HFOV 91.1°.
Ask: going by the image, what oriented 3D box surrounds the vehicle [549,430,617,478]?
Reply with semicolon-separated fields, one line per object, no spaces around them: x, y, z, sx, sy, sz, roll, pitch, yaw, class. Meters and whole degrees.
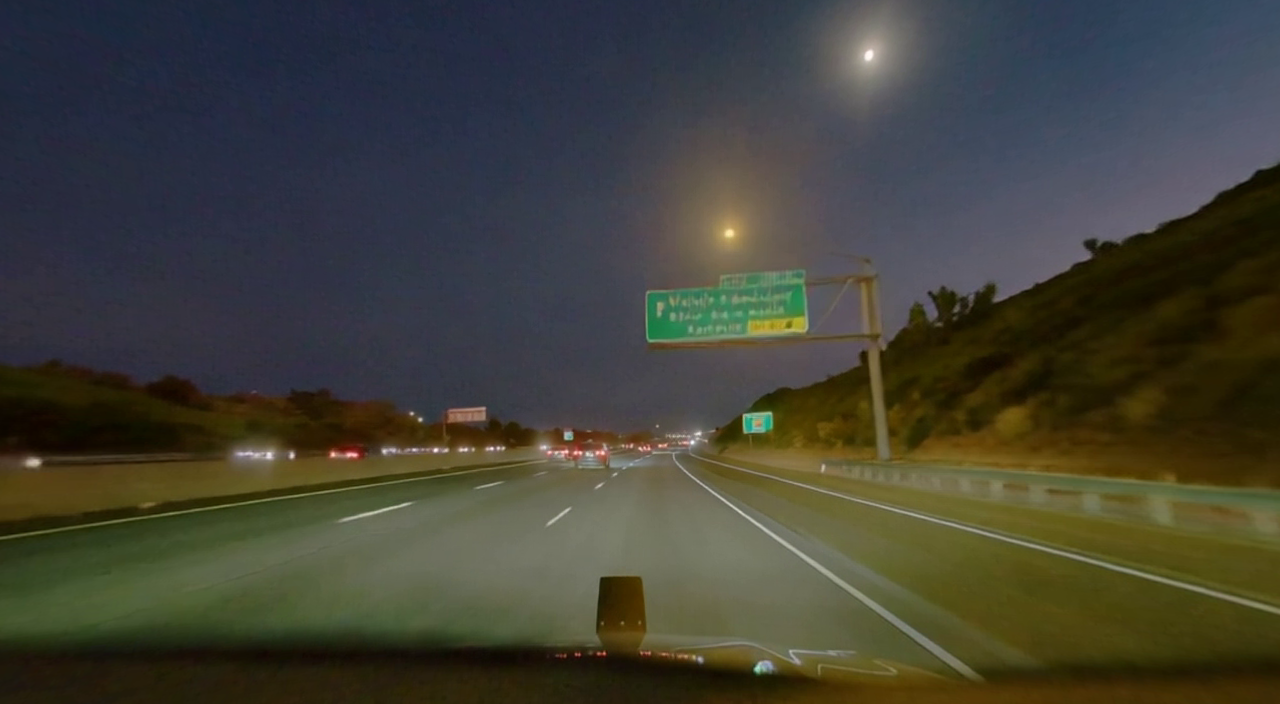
-2.429;4.557;28.294;2.413;1.896;5.218;-1;-8;2;vehicle
